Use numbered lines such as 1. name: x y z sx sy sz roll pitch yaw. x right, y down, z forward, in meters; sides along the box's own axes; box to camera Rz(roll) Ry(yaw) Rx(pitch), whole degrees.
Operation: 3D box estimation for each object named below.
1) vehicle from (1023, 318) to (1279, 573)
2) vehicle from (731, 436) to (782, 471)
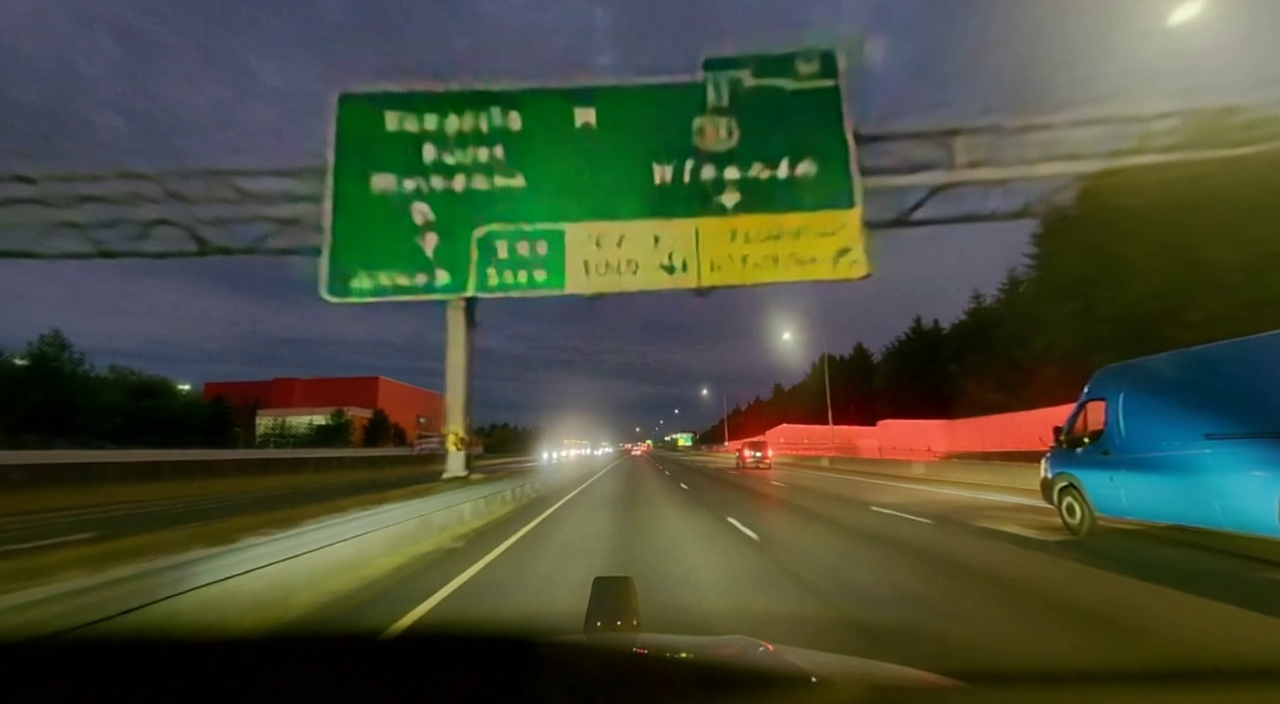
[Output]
1. vehicle: 7.799 1.137 7.660 2.283 2.631 6.053 0 -9 -1
2. vehicle: 7.072 6.236 38.733 2.156 1.943 5.010 0 -9 -1
